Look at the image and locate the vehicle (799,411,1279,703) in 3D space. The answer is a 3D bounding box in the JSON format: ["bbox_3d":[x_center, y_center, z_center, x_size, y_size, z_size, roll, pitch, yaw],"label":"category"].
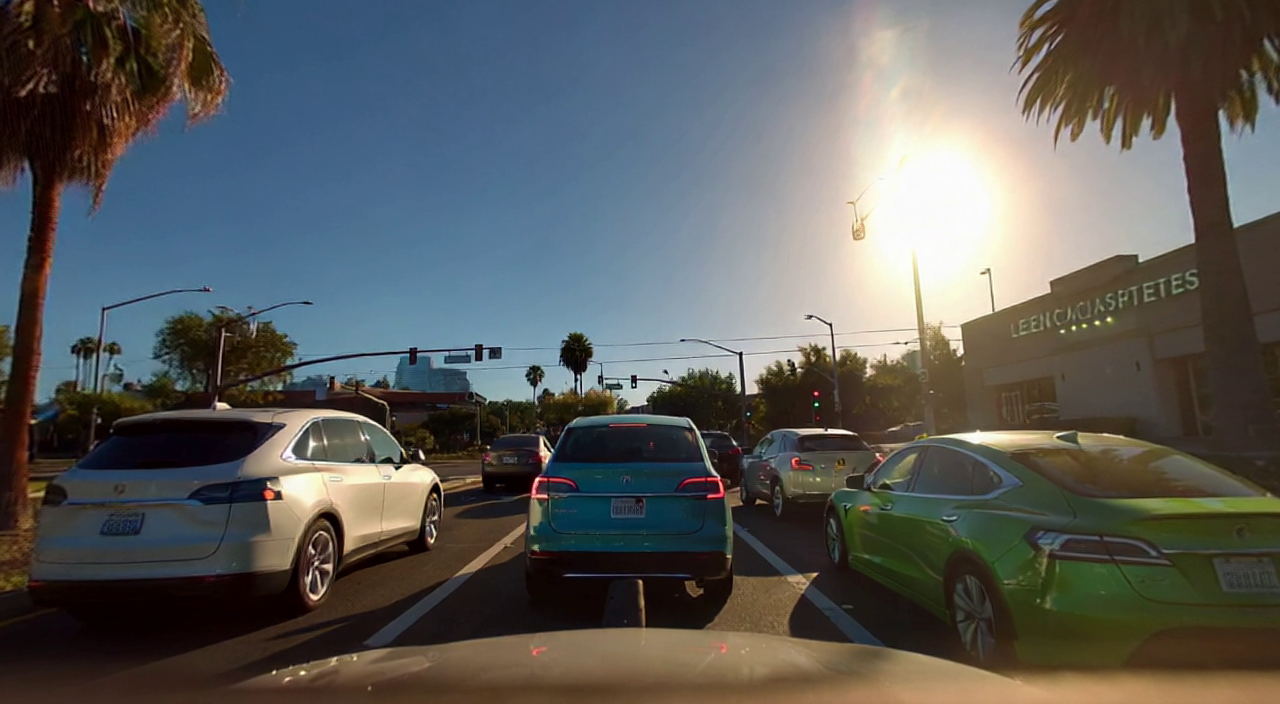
[{"bbox_3d":[2.971,1.368,5.262,2.017,1.491,4.611,0,-8,-1],"label":"vehicle"}]

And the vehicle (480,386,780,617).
[{"bbox_3d":[-0.137,1.459,7.071,2.280,1.747,4.361,0,-8,-2],"label":"vehicle"}]

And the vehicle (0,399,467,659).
[{"bbox_3d":[-3.352,1.381,6.052,2.014,1.534,4.455,0,-8,1],"label":"vehicle"}]
